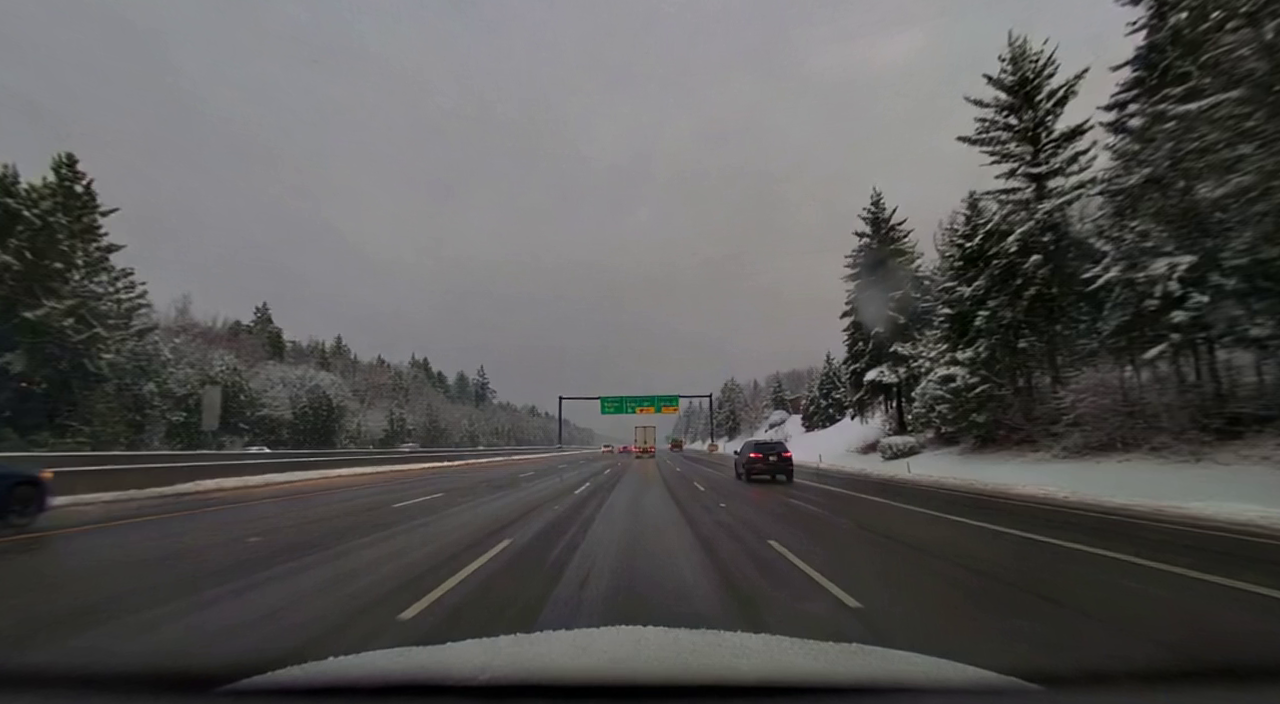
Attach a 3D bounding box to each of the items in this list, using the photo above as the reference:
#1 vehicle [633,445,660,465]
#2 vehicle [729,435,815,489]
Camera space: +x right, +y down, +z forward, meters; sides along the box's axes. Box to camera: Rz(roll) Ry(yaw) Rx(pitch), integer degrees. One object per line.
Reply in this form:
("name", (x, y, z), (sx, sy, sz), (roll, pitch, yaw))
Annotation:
("vehicle", (0.428, 7.858, 48.103), (1.946, 1.493, 4.083), (0, -9, -1))
("vehicle", (4.365, 3.719, 21.493), (2.046, 1.655, 4.143), (0, -9, 0))
